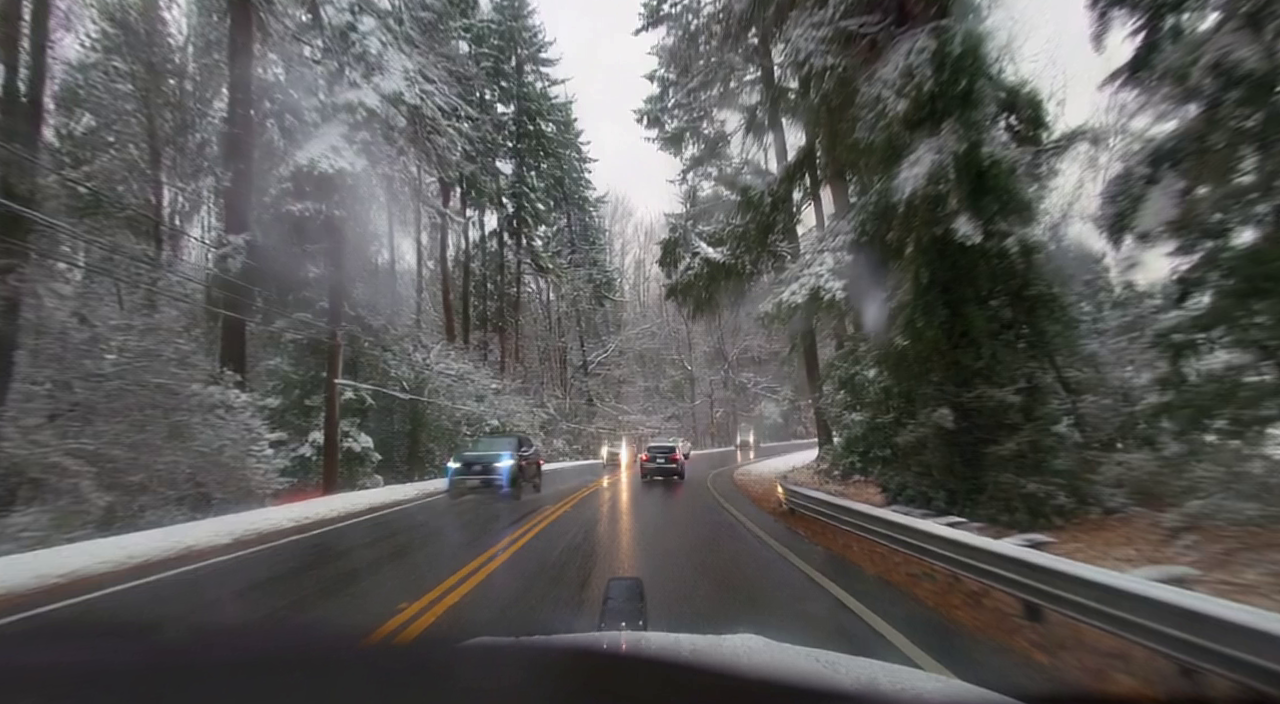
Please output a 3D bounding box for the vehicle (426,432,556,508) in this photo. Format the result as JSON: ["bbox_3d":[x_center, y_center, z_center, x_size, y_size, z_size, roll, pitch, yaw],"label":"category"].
[{"bbox_3d":[-3.791,3.077,16.961,2.173,1.738,4.297,0,-8,4],"label":"vehicle"}]

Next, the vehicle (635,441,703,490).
[{"bbox_3d":[1.144,4.110,23.255,2.274,1.583,4.349,-1,-8,5],"label":"vehicle"}]
